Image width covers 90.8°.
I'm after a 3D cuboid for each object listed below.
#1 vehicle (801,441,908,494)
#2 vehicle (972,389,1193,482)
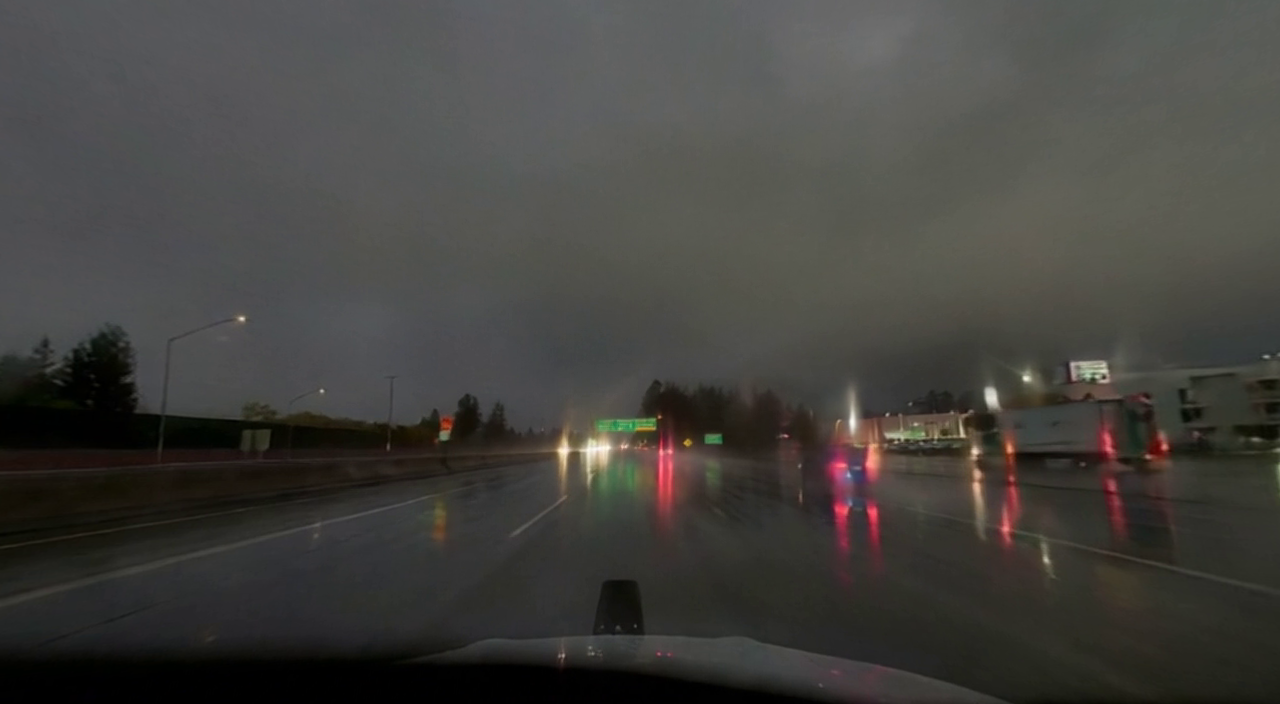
[{"bbox_3d":[6.906,3.737,20.925,1.958,1.498,4.447,0,-8,0],"label":"vehicle"},{"bbox_3d":[20.728,4.165,30.945,2.841,3.731,10.555,0,-9,-2],"label":"vehicle"}]
